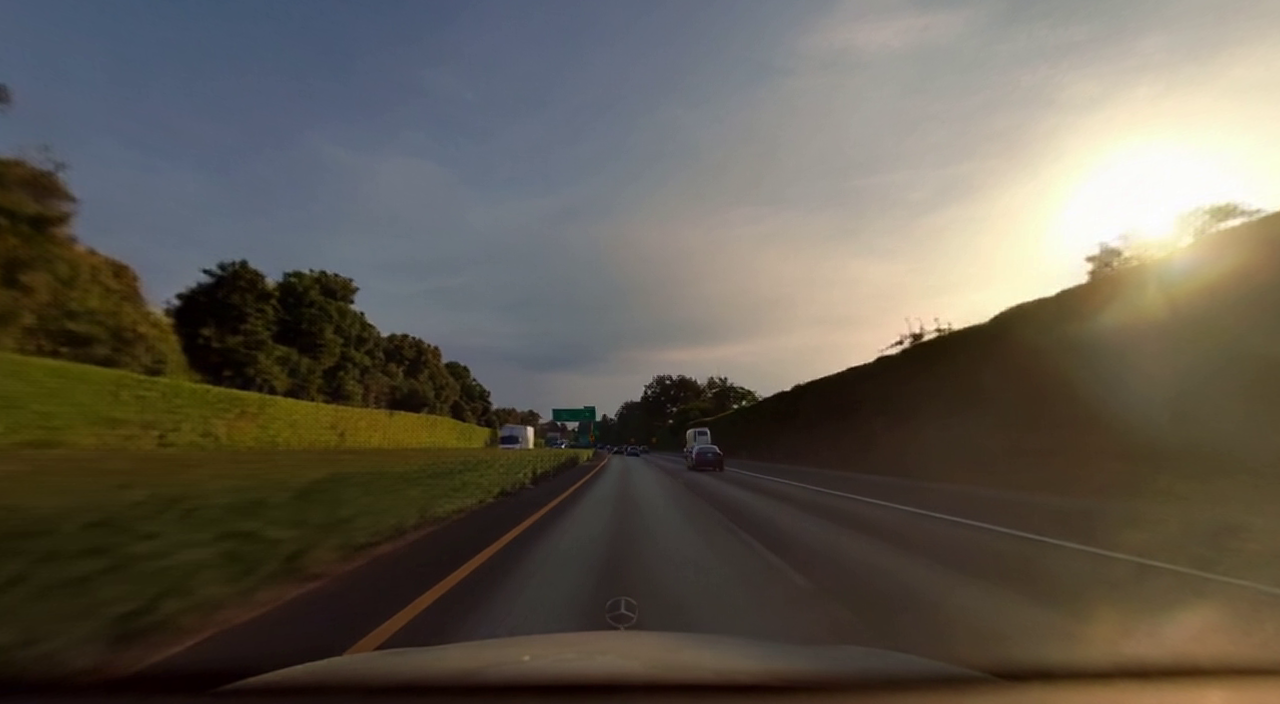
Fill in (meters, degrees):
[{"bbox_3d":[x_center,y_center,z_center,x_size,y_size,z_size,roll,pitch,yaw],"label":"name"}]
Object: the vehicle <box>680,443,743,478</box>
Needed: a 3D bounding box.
[{"bbox_3d":[3.274,5.080,29.612,2.244,1.498,4.338,0,-9,-3],"label":"vehicle"}]
